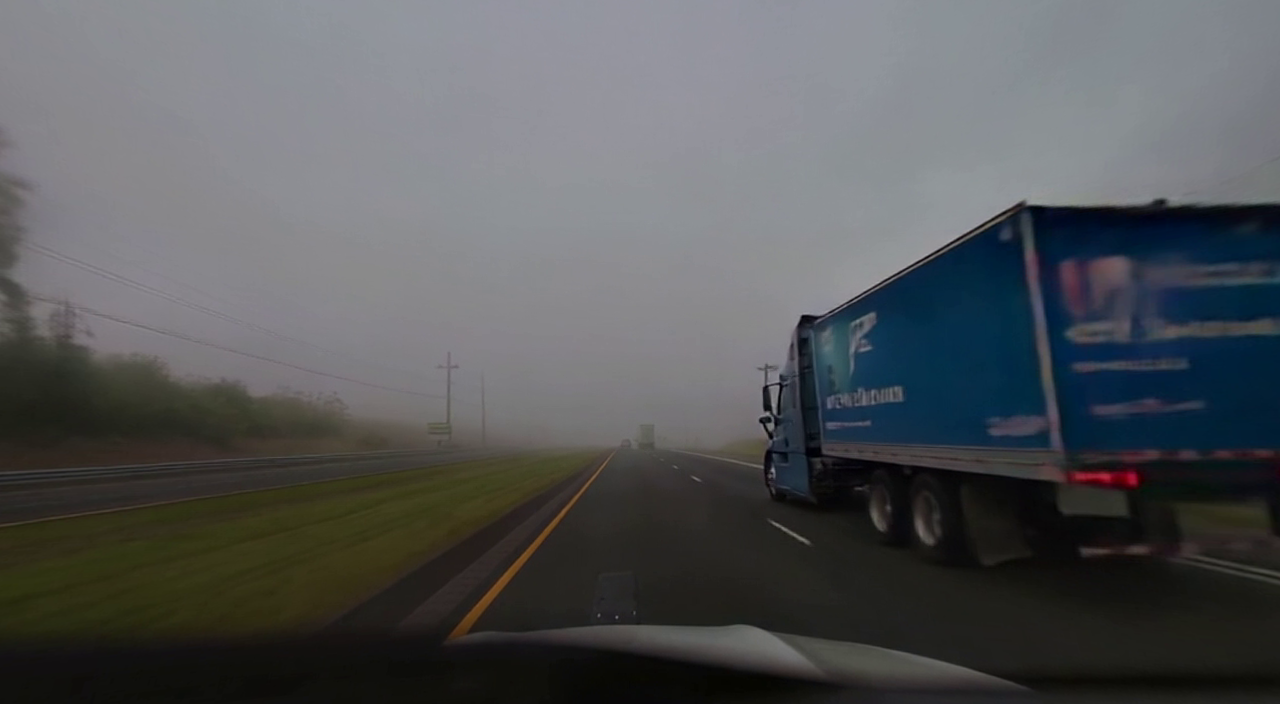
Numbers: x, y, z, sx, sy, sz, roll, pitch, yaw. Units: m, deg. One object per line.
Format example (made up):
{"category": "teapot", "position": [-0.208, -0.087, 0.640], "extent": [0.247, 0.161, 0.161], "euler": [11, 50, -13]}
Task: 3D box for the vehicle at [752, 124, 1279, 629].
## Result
{"category": "vehicle", "position": [4.145, 0.710, 9.125], "extent": [3.037, 3.672, 9.136], "euler": [0, -8, -2]}
